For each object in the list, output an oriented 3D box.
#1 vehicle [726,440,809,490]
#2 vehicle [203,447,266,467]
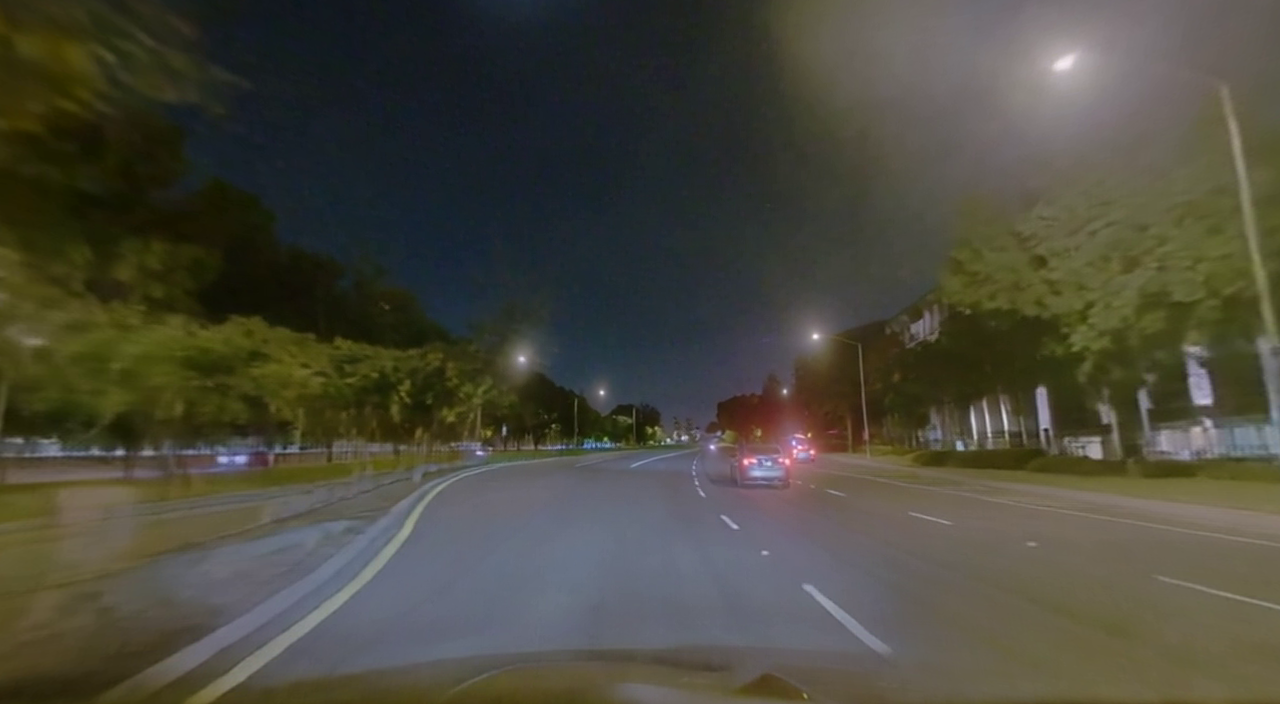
[{"bbox_3d":[4.126,3.731,21.214,1.928,1.481,4.453,0,-9,1],"label":"vehicle"},{"bbox_3d":[-30.797,7.977,48.132,1.800,1.479,4.066,0,-9,6],"label":"vehicle"}]
